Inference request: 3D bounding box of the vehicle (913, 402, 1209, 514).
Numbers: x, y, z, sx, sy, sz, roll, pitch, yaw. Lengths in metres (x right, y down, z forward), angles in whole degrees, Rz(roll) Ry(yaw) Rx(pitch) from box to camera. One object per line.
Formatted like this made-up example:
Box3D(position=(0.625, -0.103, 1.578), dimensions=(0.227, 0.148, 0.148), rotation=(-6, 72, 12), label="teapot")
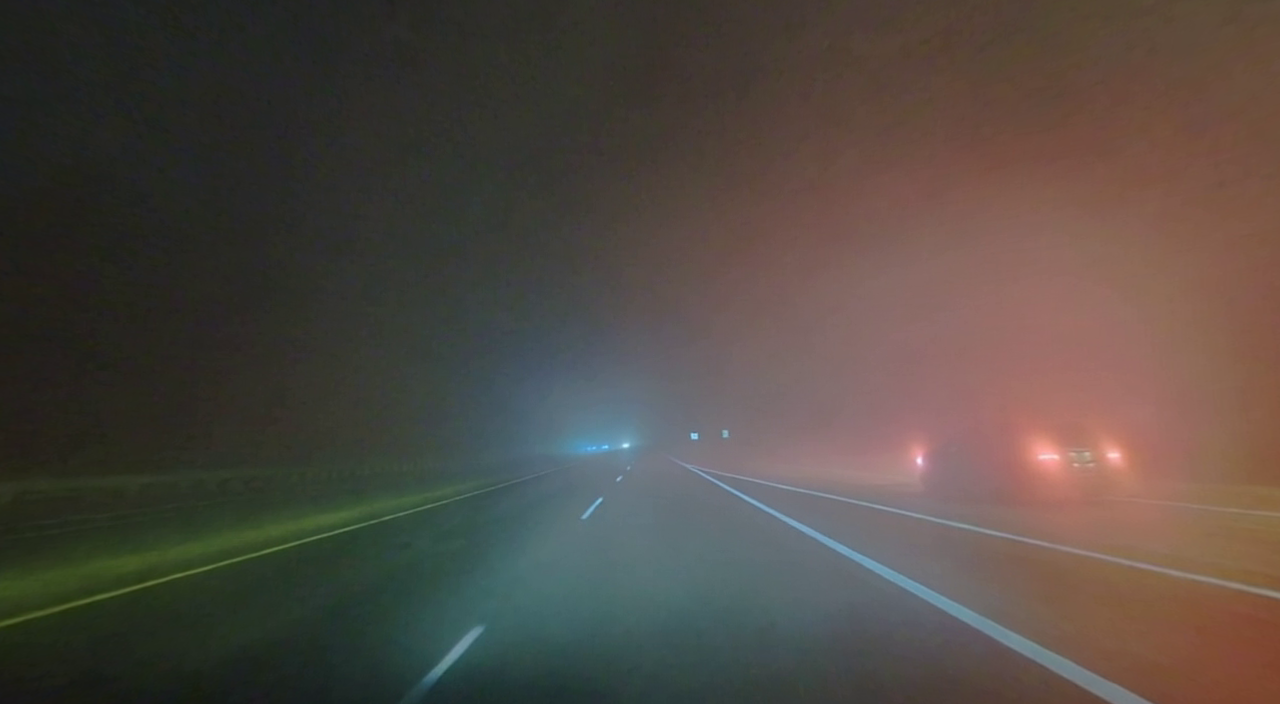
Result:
Box3D(position=(8.525, 2.220, 13.638), dimensions=(2.328, 1.916, 5.227), rotation=(1, -8, -7), label="vehicle")
